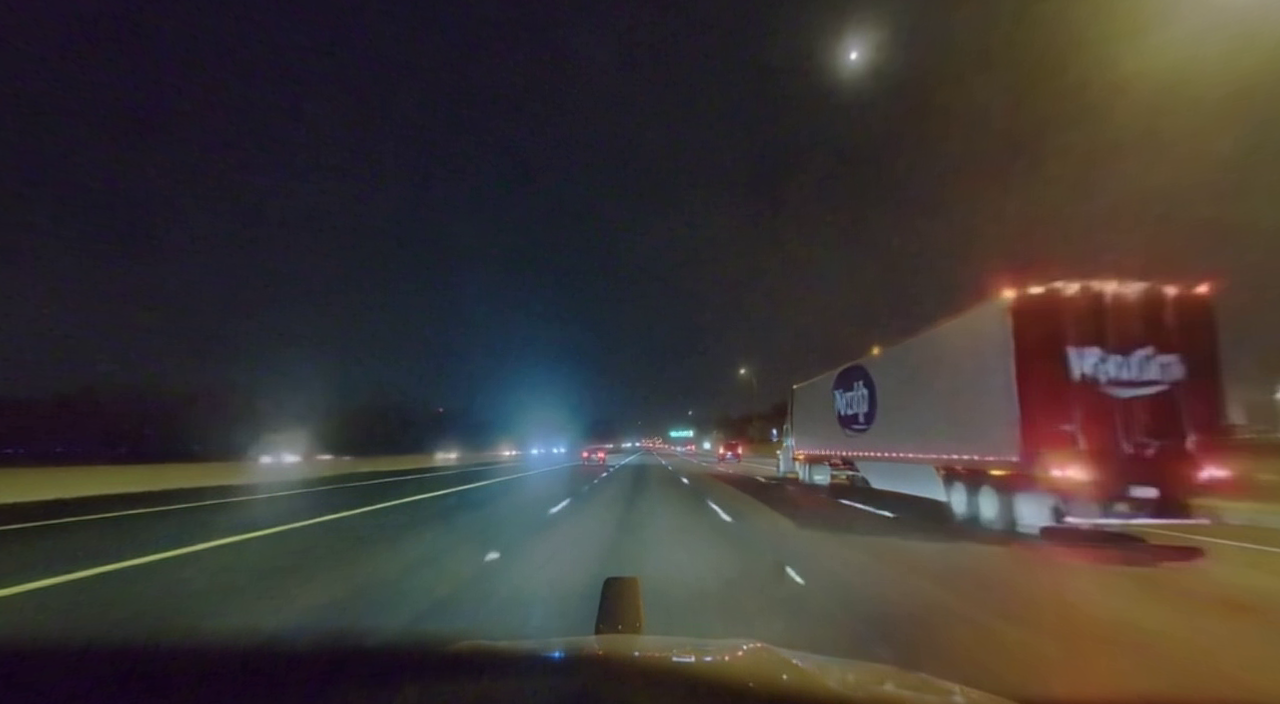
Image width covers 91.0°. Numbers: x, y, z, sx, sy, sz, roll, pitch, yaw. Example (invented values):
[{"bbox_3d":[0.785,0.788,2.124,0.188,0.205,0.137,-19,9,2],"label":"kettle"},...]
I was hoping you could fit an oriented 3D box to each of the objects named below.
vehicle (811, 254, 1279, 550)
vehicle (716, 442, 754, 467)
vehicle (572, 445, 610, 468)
[{"bbox_3d":[8.062,1.804,16.513,2.912,4.143,15.538,0,-9,0],"label":"vehicle"},{"bbox_3d":[6.792,7.370,45.379,2.188,1.727,4.381,0,-9,1],"label":"vehicle"},{"bbox_3d":[-3.412,7.364,44.571,2.164,1.507,4.748,0,-9,1],"label":"vehicle"}]
